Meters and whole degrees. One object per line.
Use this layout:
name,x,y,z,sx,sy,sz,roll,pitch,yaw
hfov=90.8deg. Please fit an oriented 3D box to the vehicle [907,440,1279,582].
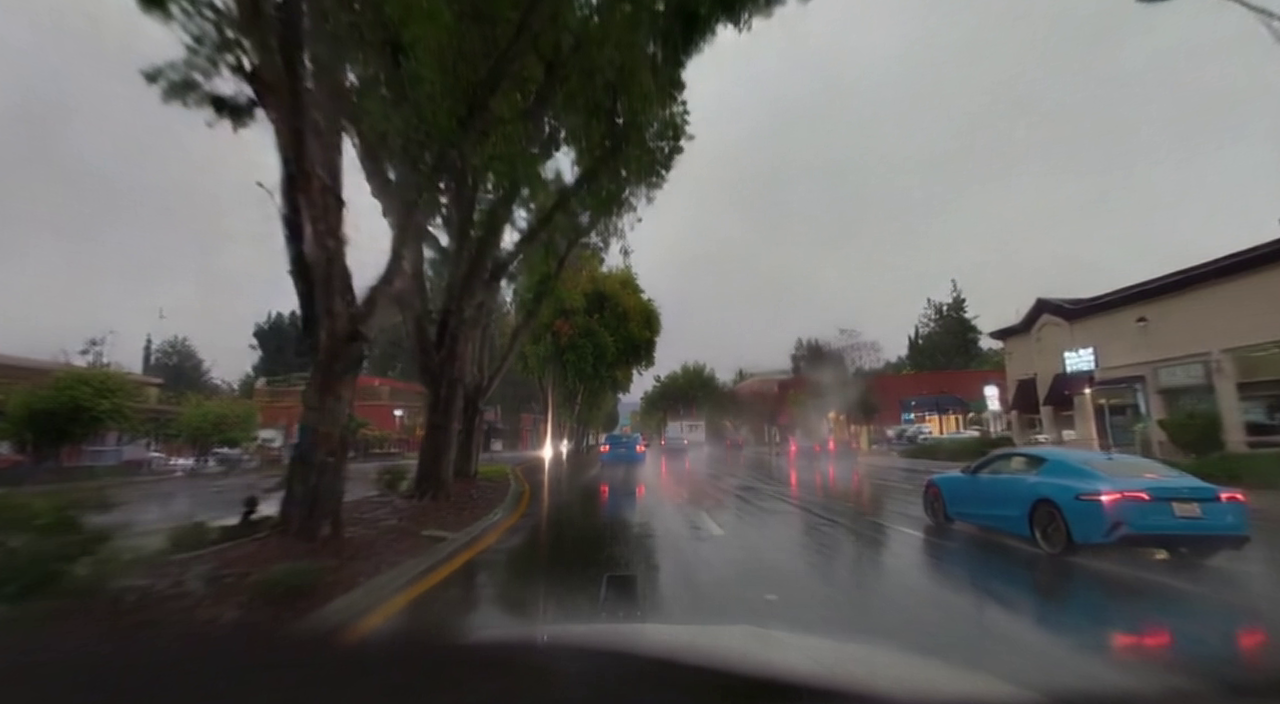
vehicle,5.548,1.806,8.092,2.258,1.294,4.312,0,-9,-2

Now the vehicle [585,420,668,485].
vehicle,-0.437,3.084,19.481,2.266,1.762,4.131,0,-9,-2

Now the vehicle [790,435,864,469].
vehicle,8.727,4.720,29.922,2.045,1.484,4.342,0,-9,-2

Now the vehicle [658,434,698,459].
vehicle,2.285,5.874,39.258,2.078,1.471,4.142,0,-9,-2
